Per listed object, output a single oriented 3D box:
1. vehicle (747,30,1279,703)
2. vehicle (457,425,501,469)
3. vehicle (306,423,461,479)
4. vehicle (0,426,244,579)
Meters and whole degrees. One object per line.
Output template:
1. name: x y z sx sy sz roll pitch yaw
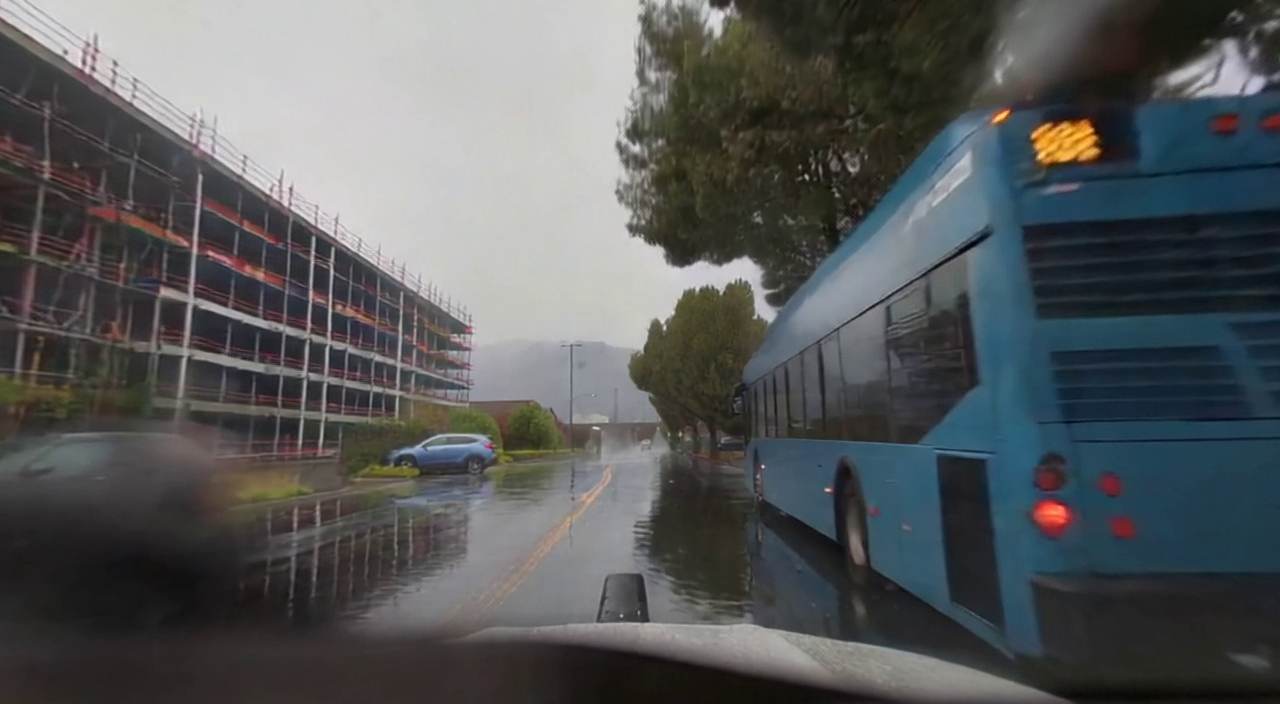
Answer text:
1. vehicle: 3.827 0.922 9.196 3.040 3.424 12.508 0 -8 3
2. vehicle: -8.012 4.724 31.635 1.515 2.074 2.668 0 -7 -1
3. vehicle: -13.500 5.288 33.922 7.067 2.785 2.980 1 -8 -9
4. vehicle: -7.821 1.795 7.899 4.689 1.683 2.065 5 -10 -30
